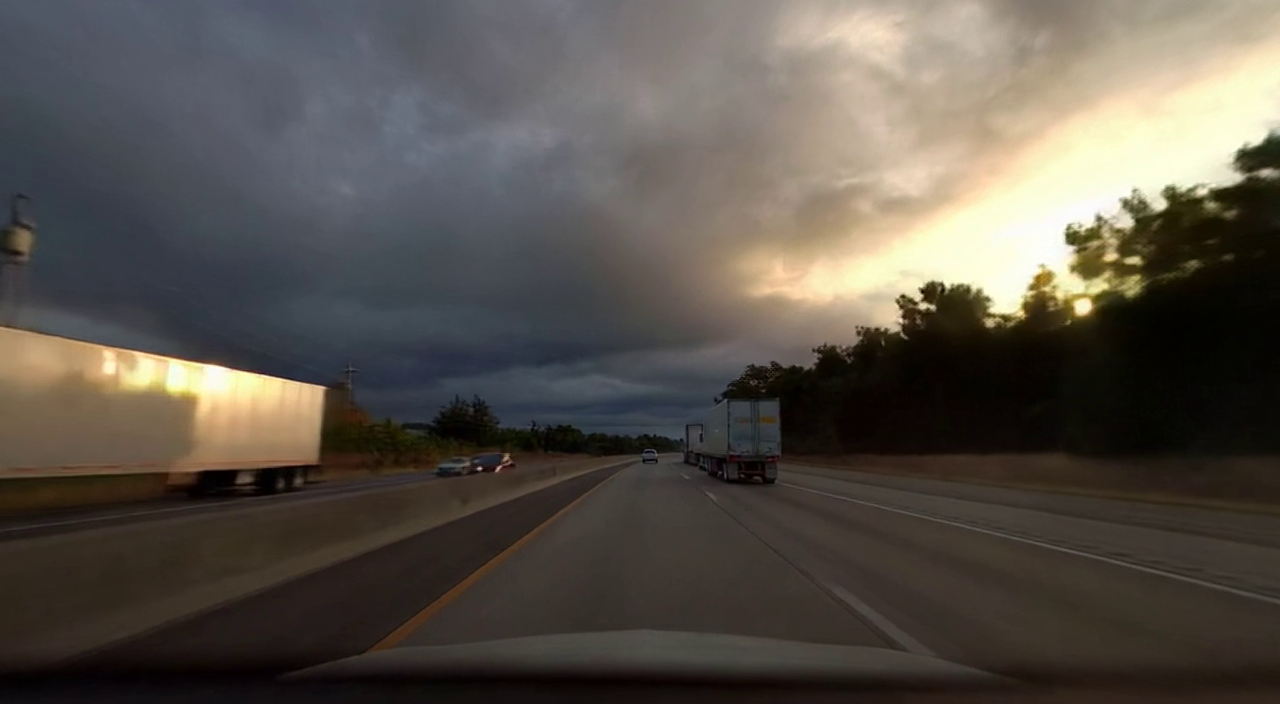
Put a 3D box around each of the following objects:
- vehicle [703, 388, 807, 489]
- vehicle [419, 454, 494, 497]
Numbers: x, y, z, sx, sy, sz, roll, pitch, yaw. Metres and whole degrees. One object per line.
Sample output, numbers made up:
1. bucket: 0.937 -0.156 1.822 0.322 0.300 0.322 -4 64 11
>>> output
1. vehicle: 4.640 3.956 28.171 2.866 3.558 11.674 0 -9 2
2. vehicle: -8.456 5.719 29.528 2.058 1.818 4.536 0 -9 1
